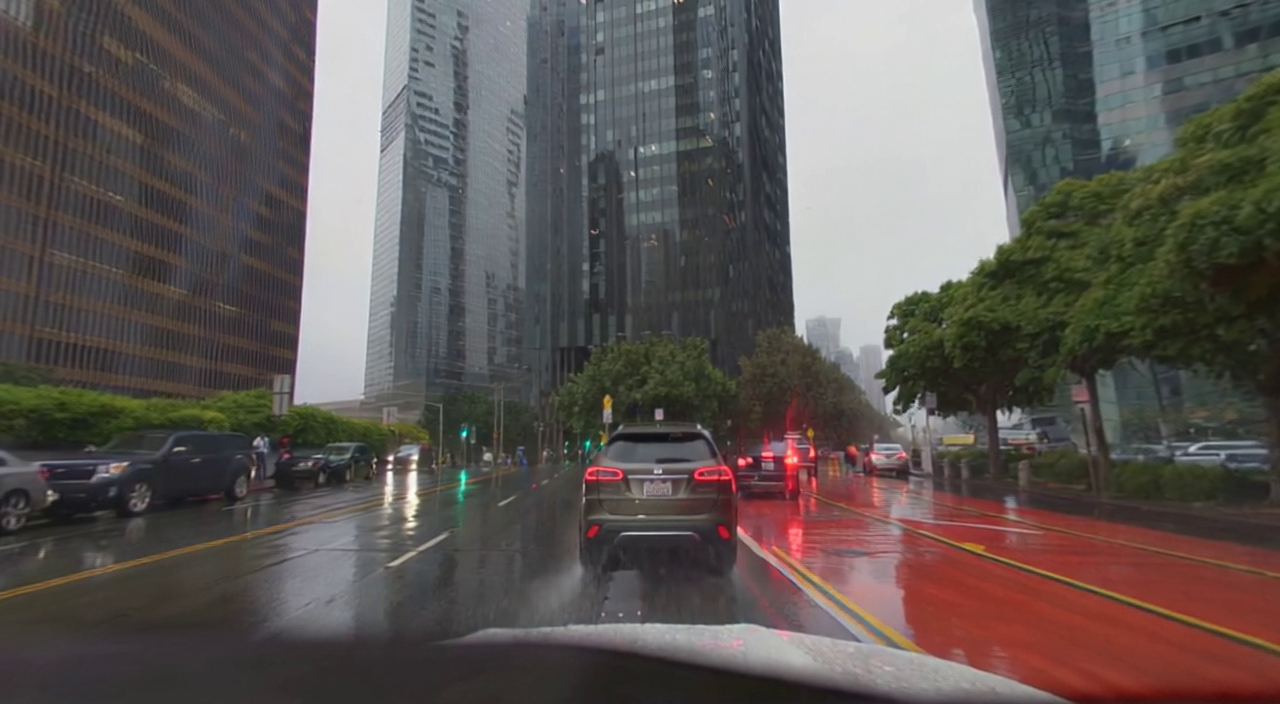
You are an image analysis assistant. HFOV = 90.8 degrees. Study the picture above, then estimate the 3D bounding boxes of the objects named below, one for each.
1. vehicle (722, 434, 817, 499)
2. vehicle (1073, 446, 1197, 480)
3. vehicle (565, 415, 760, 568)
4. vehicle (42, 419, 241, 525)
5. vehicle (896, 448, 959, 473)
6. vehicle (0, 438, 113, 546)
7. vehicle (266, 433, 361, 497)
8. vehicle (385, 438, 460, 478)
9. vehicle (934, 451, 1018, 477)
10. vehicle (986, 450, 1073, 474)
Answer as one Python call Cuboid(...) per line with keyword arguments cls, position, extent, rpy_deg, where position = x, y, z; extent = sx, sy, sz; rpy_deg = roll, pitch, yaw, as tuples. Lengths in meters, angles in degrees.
Cuboid(cls="vehicle", position=(3.881, 3.517, 19.857), extent=(2.143, 1.793, 4.763), rpy_deg=(0, -8, 3))
Cuboid(cls="vehicle", position=(31.205, 6.976, 40.114), extent=(5.890, 1.996, 2.155), rpy_deg=(-6, -10, 35))
Cuboid(cls="vehicle", position=(0.305, 1.884, 9.264), extent=(2.192, 1.695, 4.142), rpy_deg=(0, -8, 2))
Cuboid(cls="vehicle", position=(-10.321, 2.471, 13.459), extent=(1.543, 1.946, 3.454), rpy_deg=(1, -8, -5))
Cuboid(cls="vehicle", position=(22.652, 8.529, 49.815), extent=(4.211, 1.820, 2.094), rpy_deg=(-5, -10, 33))
Cuboid(cls="vehicle", position=(-9.962, 1.947, 8.686), extent=(1.844, 1.524, 4.371), rpy_deg=(0, -8, -4))
Cuboid(cls="vehicle", position=(-10.947, 3.779, 21.457), extent=(1.559, 1.973, 3.419), rpy_deg=(1, -8, -4))
Cuboid(cls="vehicle", position=(-11.648, 5.691, 34.355), extent=(2.338, 1.963, 5.740), rpy_deg=(0, -8, -3))
Cuboid(cls="vehicle", position=(23.900, 7.924, 45.030), extent=(4.956, 1.706, 1.822), rpy_deg=(-6, -10, 34))
Cuboid(cls="vehicle", position=(28.356, 7.997, 46.048), extent=(5.153, 1.626, 1.895), rpy_deg=(-6, -10, 36))
